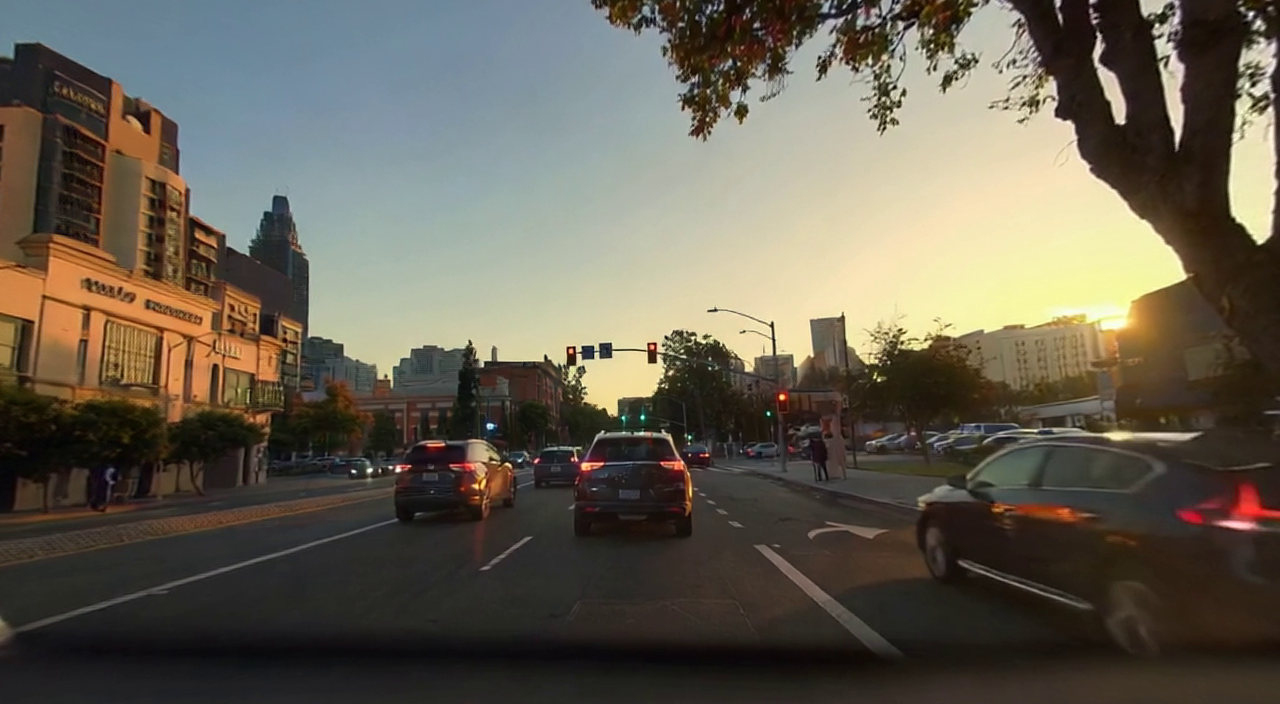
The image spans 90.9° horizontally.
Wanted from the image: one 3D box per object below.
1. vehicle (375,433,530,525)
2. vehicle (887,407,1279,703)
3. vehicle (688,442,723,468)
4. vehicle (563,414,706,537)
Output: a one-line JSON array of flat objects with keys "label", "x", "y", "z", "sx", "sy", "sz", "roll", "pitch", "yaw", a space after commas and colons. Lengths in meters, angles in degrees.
[{"label": "vehicle", "x": -3.713, "y": 2.575, "z": 13.398, "sx": 1.886, "sy": 1.599, "sz": 4.247, "roll": 0, "pitch": -8, "yaw": 1}, {"label": "vehicle", "x": 3.745, "y": 1.261, "z": 4.676, "sx": 1.986, "sy": 1.457, "sz": 4.566, "roll": 0, "pitch": -8, "yaw": 0}, {"label": "vehicle", "x": 4.057, "y": 6.466, "z": 39.703, "sx": 1.878, "sy": 1.526, "sz": 4.736, "roll": 0, "pitch": -8, "yaw": 2}, {"label": "vehicle", "x": -0.057, "y": 2.079, "z": 11.212, "sx": 2.075, "sy": 1.770, "sz": 4.018, "roll": 0, "pitch": -8, "yaw": 1}]
